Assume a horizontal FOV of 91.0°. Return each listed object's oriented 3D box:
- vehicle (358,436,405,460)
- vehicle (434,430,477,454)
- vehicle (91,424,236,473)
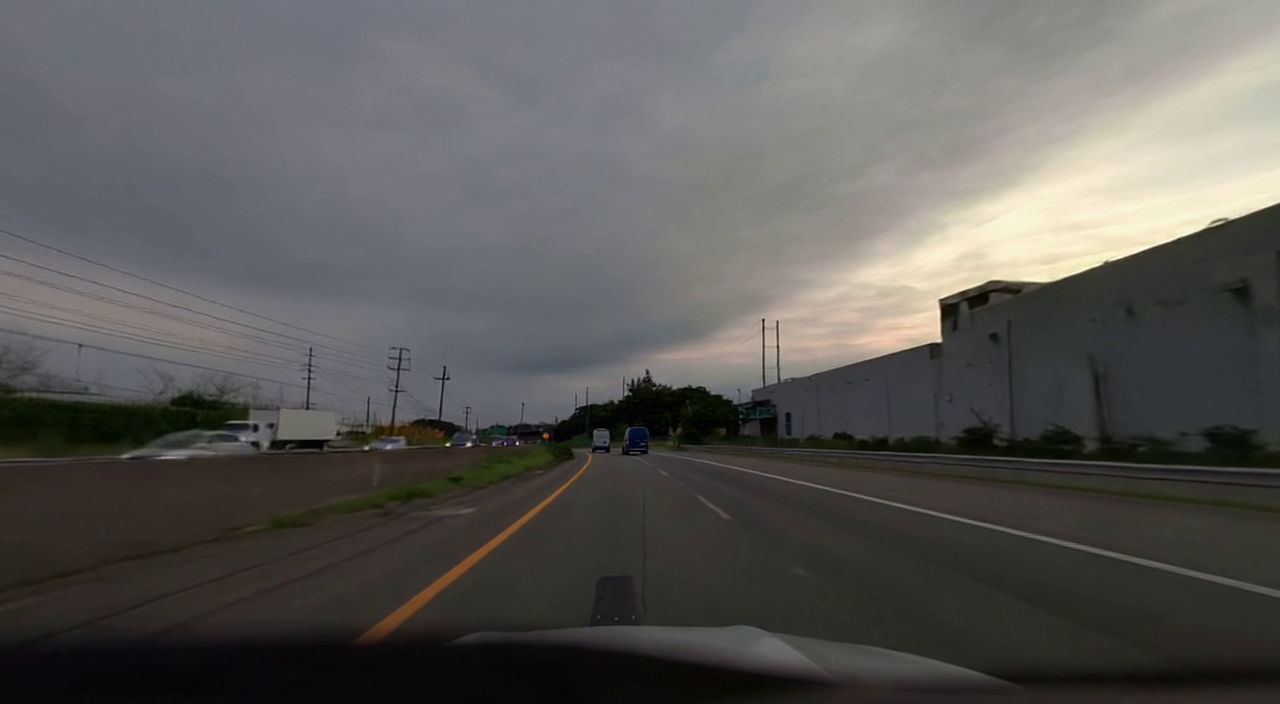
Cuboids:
[{"bbox_3d":[-16.890,6.271,41.305,1.680,1.485,3.530,0,-8,-3],"label":"vehicle"},{"bbox_3d":[-13.345,6.538,45.695,2.009,1.574,4.419,0,-8,-3],"label":"vehicle"},{"bbox_3d":[-15.698,3.202,21.045,1.738,1.465,3.999,-1,-8,-1],"label":"vehicle"}]
